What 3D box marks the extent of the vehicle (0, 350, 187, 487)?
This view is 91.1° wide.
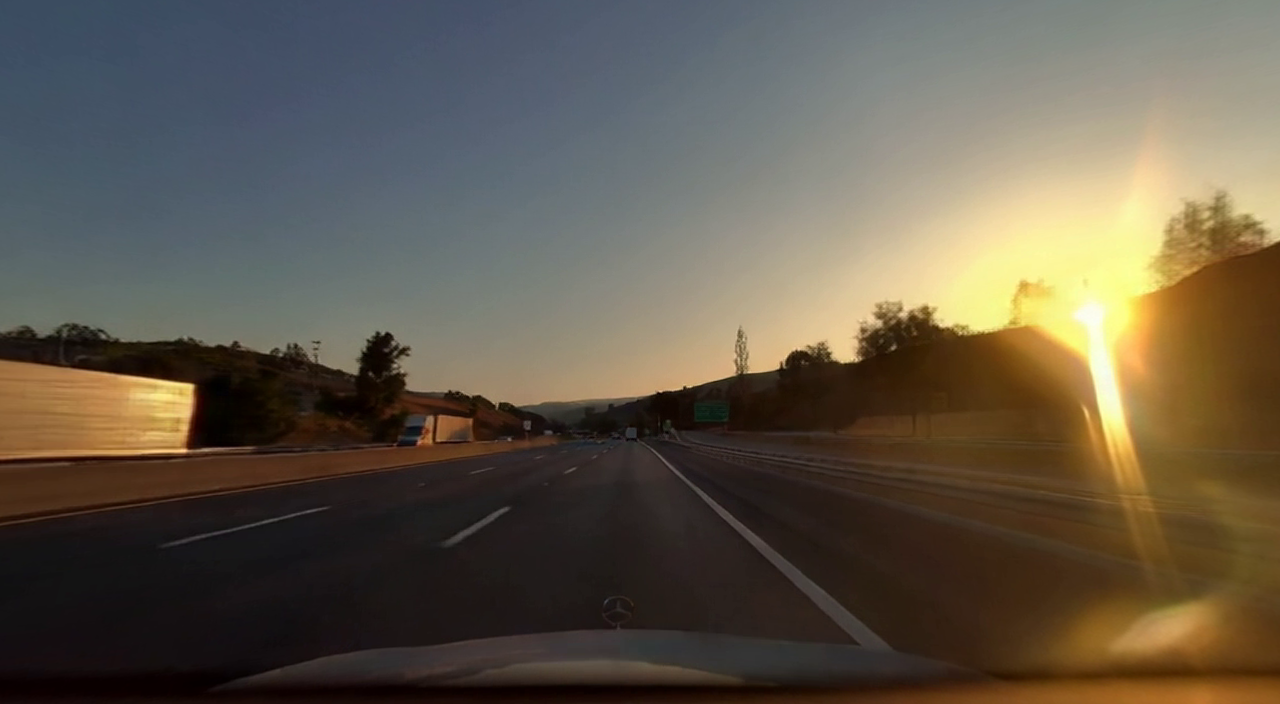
[{"bbox_3d":[-20.063,2.369,21.429,2.880,3.962,8.395,0,-8,0],"label":"vehicle"}]
